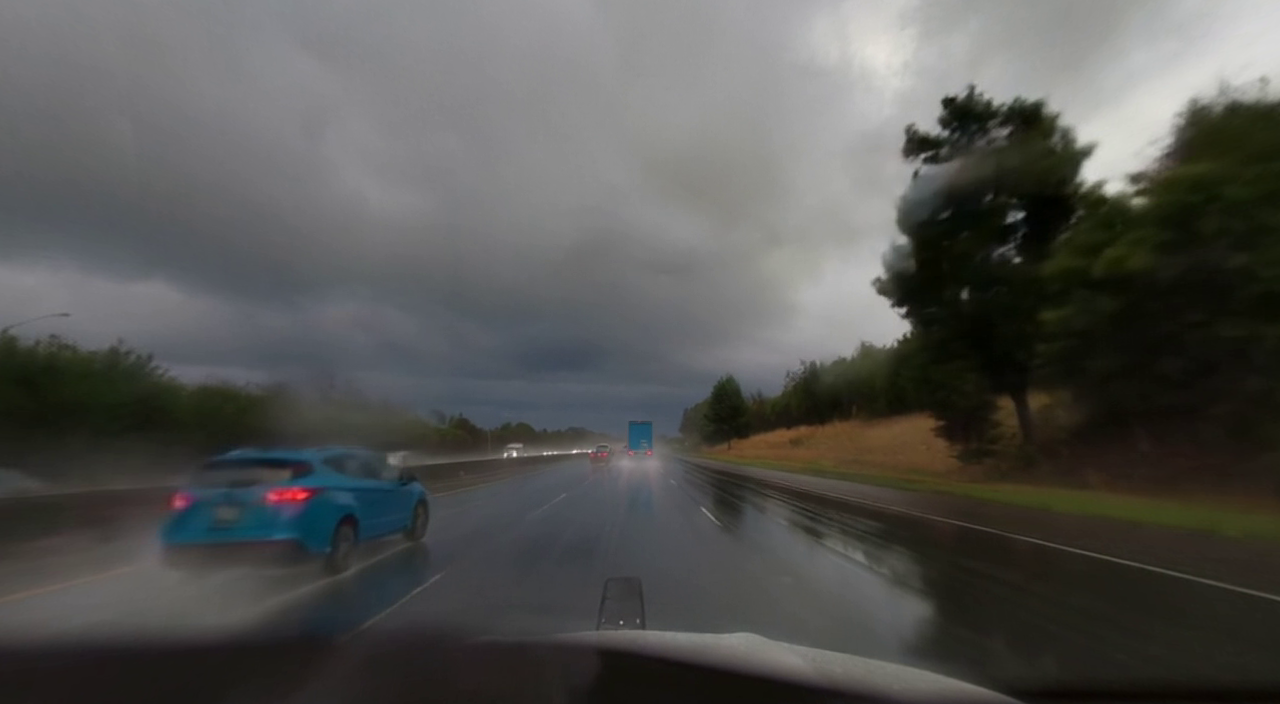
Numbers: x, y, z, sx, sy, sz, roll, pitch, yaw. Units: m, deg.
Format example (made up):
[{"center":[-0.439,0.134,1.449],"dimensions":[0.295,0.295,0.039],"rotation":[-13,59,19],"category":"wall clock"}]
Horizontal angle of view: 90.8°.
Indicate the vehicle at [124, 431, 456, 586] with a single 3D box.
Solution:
[{"center":[-4.129,1.891,8.457],"dimensions":[2.051,1.537,4.111],"rotation":[0,-9,0],"category":"vehicle"}]
